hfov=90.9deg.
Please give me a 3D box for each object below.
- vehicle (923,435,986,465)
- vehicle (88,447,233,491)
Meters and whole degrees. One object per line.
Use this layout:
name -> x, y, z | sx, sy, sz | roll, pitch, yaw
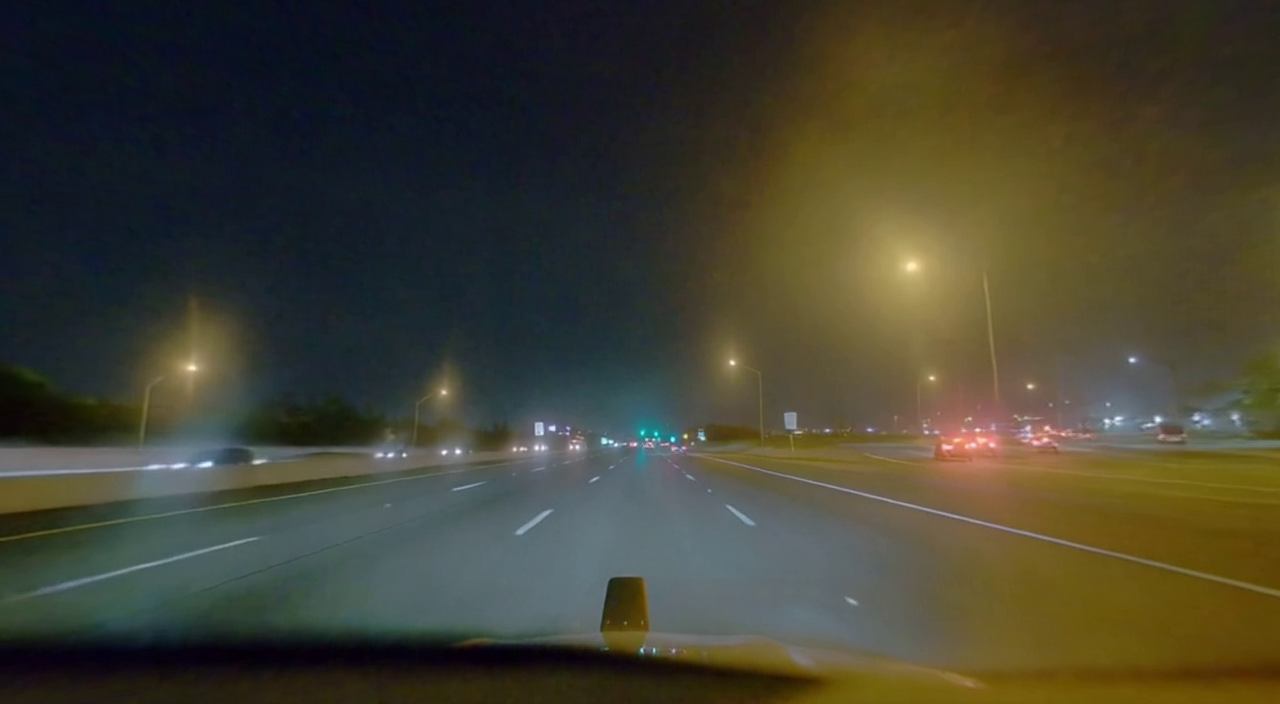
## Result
vehicle -> 18.861, 5.906, 38.017 | 2.039, 1.658, 4.457 | -2, -8, 9
vehicle -> -17.830, 4.322, 23.758 | 1.877, 1.455, 4.489 | 0, -8, 1
